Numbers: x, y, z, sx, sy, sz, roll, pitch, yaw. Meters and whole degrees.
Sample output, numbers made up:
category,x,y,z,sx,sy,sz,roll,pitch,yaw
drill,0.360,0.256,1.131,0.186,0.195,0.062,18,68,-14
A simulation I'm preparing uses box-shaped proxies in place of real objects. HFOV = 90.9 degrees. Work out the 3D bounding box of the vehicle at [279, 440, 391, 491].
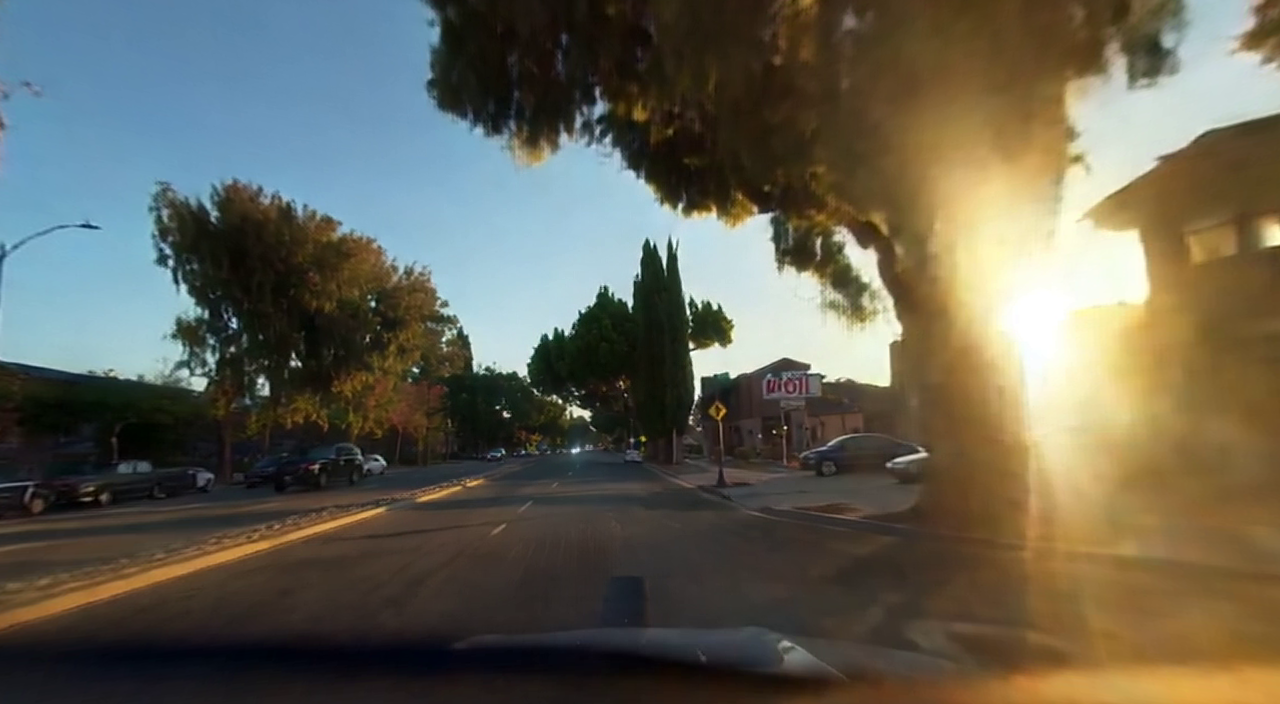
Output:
category,x,y,z,sx,sy,sz,roll,pitch,yaw
vehicle,-13.184,4.923,27.797,2.228,1.976,5.857,0,-9,-3

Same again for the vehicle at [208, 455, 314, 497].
category,x,y,z,sx,sy,sz,roll,pitch,yaw
vehicle,-16.409,5.351,27.625,2.093,1.474,4.638,-4,-8,-4

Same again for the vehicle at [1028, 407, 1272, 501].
category,x,y,z,sx,sy,sz,roll,pitch,yaw
vehicle,11.108,2.191,13.766,4.669,1.770,1.896,3,-9,-21

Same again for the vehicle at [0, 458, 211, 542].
category,x,y,z,sx,sy,sz,roll,pitch,yaw
vehicle,-12.046,3.130,14.009,1.951,1.436,4.624,0,-9,-3

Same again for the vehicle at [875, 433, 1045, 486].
category,x,y,z,sx,sy,sz,roll,pitch,yaw
vehicle,9.615,3.229,19.088,4.257,1.474,1.751,1,-9,-8

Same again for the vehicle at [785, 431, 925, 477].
category,x,y,z,sx,sy,sz,roll,pitch,yaw
vehicle,8.518,4.066,25.239,4.843,1.748,1.985,1,-9,-6
